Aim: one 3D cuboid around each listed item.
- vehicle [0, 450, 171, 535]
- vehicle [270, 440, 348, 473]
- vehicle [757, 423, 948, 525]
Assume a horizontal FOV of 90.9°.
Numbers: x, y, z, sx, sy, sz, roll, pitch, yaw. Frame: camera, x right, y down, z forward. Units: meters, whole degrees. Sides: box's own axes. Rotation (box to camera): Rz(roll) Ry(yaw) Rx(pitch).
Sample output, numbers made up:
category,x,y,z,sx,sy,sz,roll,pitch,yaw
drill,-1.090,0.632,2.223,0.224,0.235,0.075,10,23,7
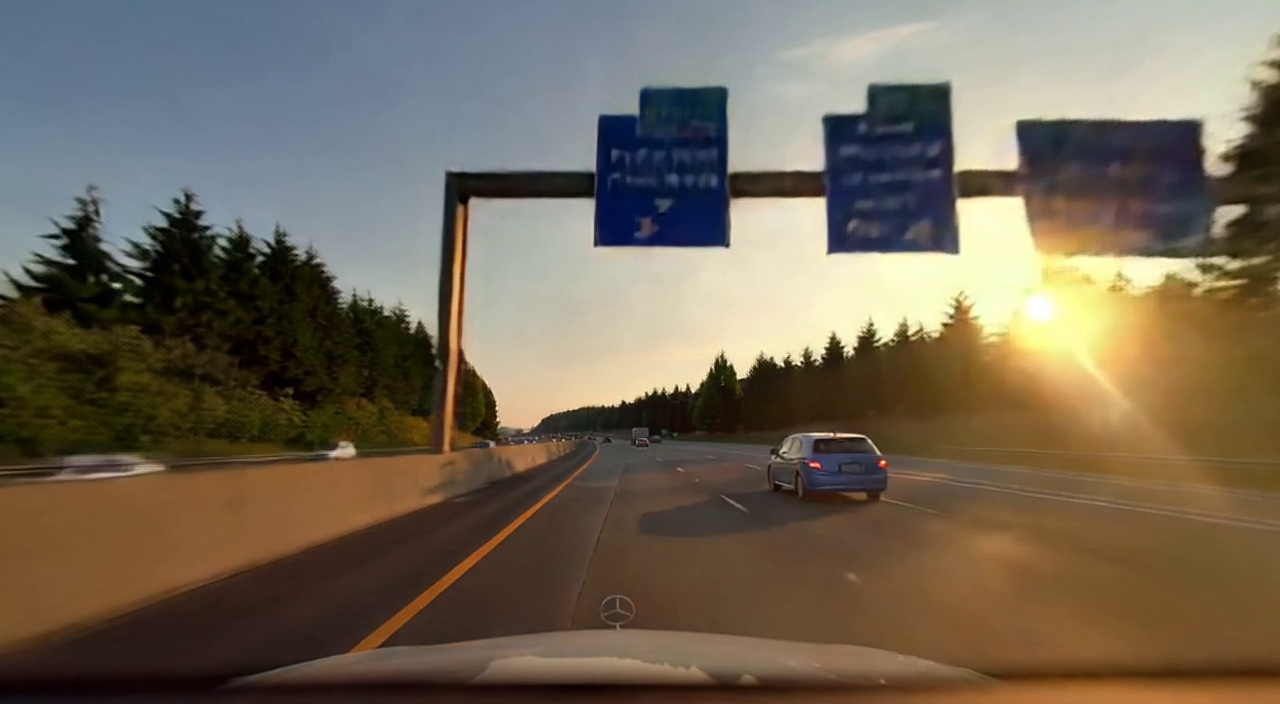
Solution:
category,x,y,z,sx,sy,sz,roll,pitch,yaw
vehicle,-13.344,3.056,14.387,1.922,1.530,4.422,0,-8,-1
vehicle,-18.070,5.680,34.660,1.962,1.680,4.392,0,-8,-2
vehicle,3.622,2.145,11.704,1.958,1.526,4.227,0,-8,-2
